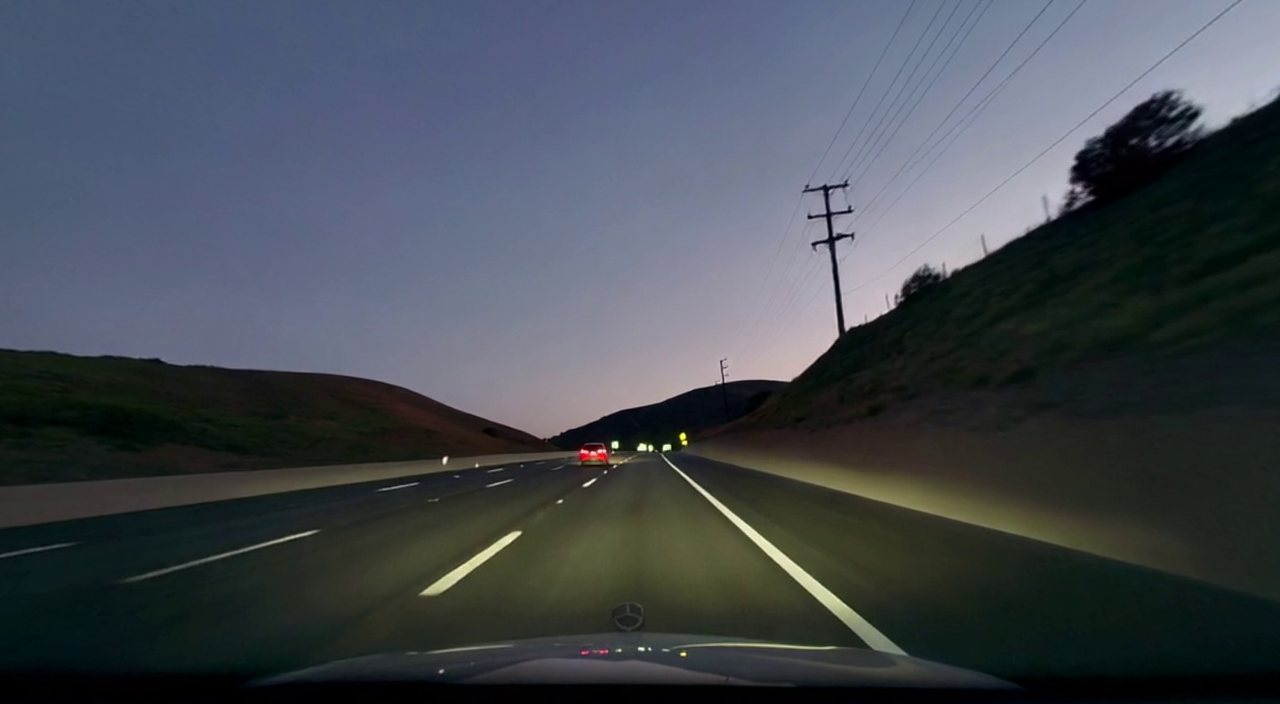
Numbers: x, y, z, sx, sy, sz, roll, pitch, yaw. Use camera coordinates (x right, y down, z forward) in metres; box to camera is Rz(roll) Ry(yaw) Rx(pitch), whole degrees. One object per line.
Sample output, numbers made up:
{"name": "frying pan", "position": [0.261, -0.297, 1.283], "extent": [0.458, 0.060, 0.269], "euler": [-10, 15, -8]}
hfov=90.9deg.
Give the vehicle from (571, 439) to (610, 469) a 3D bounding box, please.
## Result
{"name": "vehicle", "position": [-3.197, 6.687, 41.603], "extent": [2.136, 1.845, 4.515], "euler": [-1, -8, 1]}
